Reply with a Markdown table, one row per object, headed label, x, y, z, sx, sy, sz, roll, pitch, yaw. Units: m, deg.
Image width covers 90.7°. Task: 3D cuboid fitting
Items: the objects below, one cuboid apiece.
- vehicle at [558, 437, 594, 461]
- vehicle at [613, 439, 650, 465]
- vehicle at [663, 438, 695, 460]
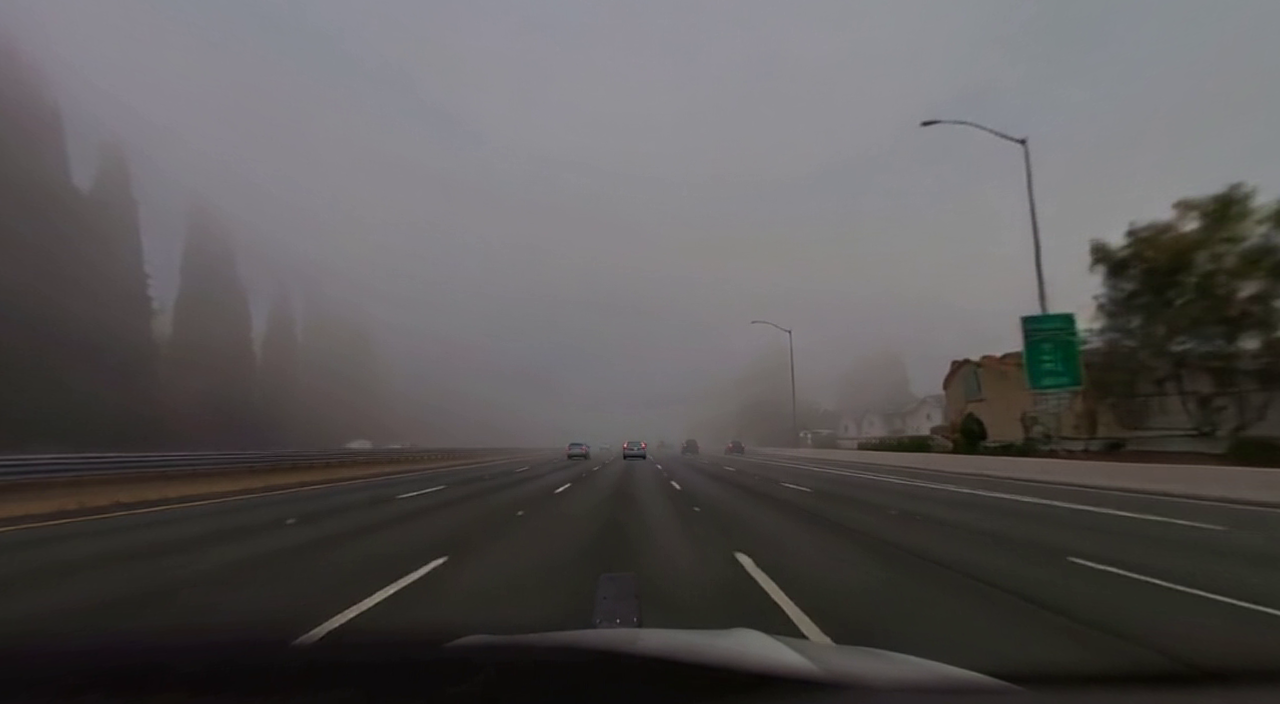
| label | x | y | z | sx | sy | sz | roll | pitch | yaw |
| --- | --- | --- | --- | --- | --- | --- | --- | --- | --- |
| vehicle | -4.741 | 7.298 | 47.754 | 2.260 | 1.706 | 4.177 | 0 | -8 | 0 |
| vehicle | -0.506 | 6.093 | 38.617 | 2.146 | 1.485 | 4.332 | 0 | -8 | -1 |
| vehicle | 2.869 | 7.319 | 47.858 | 2.084 | 1.624 | 3.935 | 0 | -8 | -1 |
